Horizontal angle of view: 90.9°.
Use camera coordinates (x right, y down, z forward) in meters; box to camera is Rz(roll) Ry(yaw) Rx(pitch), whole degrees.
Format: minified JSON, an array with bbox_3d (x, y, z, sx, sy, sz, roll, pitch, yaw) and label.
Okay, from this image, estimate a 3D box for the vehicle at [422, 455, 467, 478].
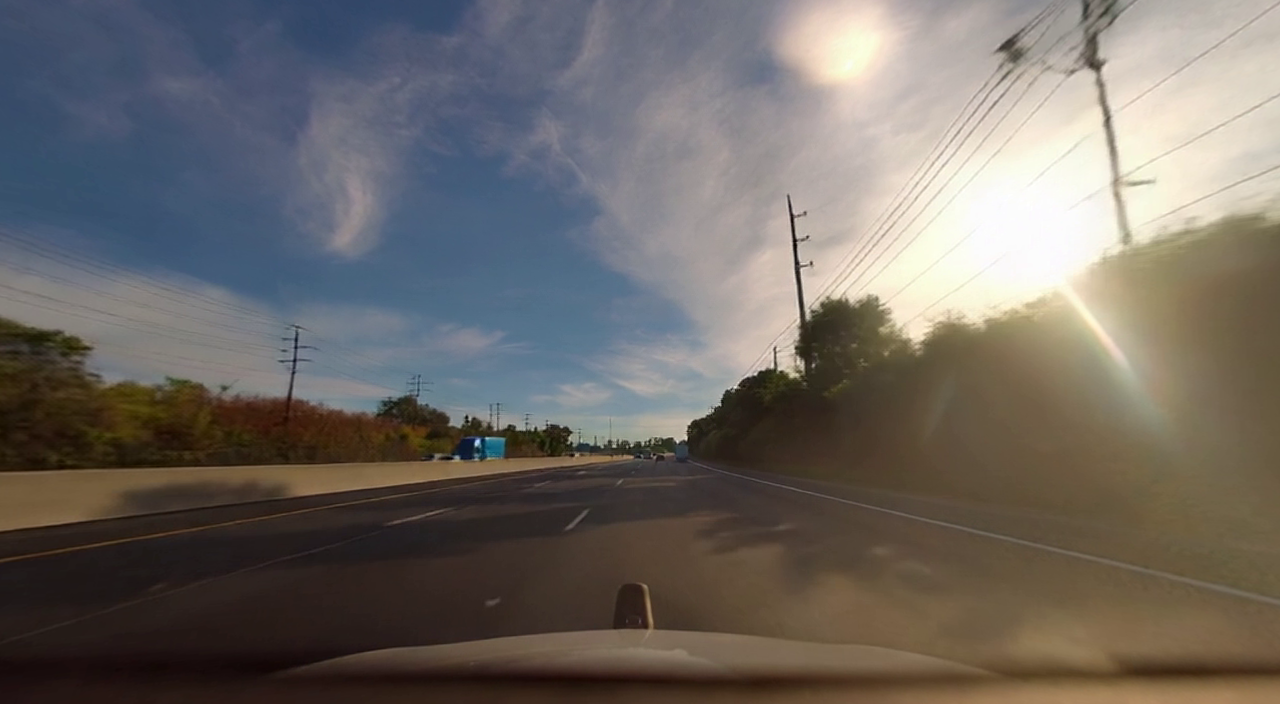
[{"bbox_3d":[-14.051,8.225,45.410,1.920,1.524,3.716,0,-9,3],"label":"vehicle"}]
